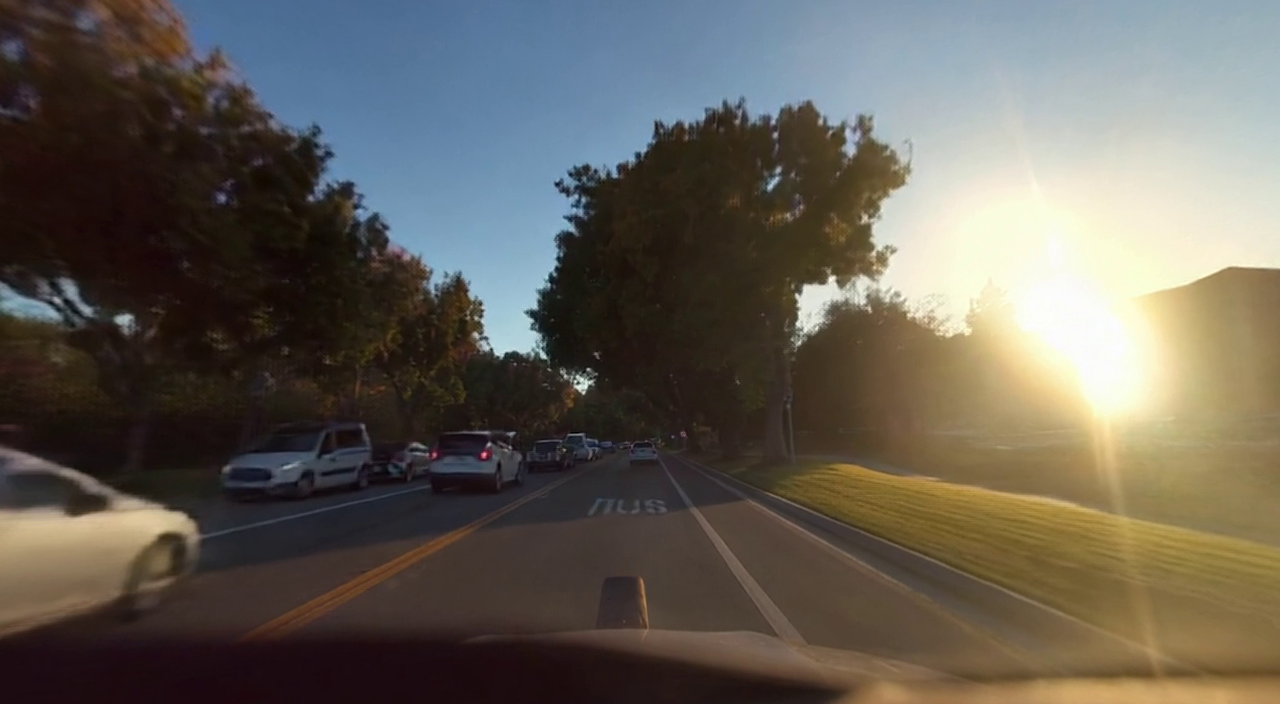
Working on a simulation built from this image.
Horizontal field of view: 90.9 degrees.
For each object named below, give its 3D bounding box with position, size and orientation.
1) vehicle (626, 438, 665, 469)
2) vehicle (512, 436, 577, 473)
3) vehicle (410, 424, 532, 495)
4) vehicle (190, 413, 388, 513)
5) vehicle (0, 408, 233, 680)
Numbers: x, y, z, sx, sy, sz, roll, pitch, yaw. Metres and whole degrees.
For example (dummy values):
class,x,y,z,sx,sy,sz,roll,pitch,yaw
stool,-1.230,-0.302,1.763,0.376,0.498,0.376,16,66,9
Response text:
class,x,y,z,sx,sy,sz,roll,pitch,yaw
vehicle,0.269,5.165,32.219,1.875,1.453,3.888,0,-8,0
vehicle,-4.118,4.517,27.928,2.121,1.485,4.363,0,-8,1
vehicle,-4.505,2.947,17.635,2.042,1.713,4.493,-1,-8,2
vehicle,-7.995,2.519,14.978,2.062,1.820,4.577,-5,-7,1
vehicle,-4.561,1.048,3.381,2.068,1.480,4.039,0,-8,0
